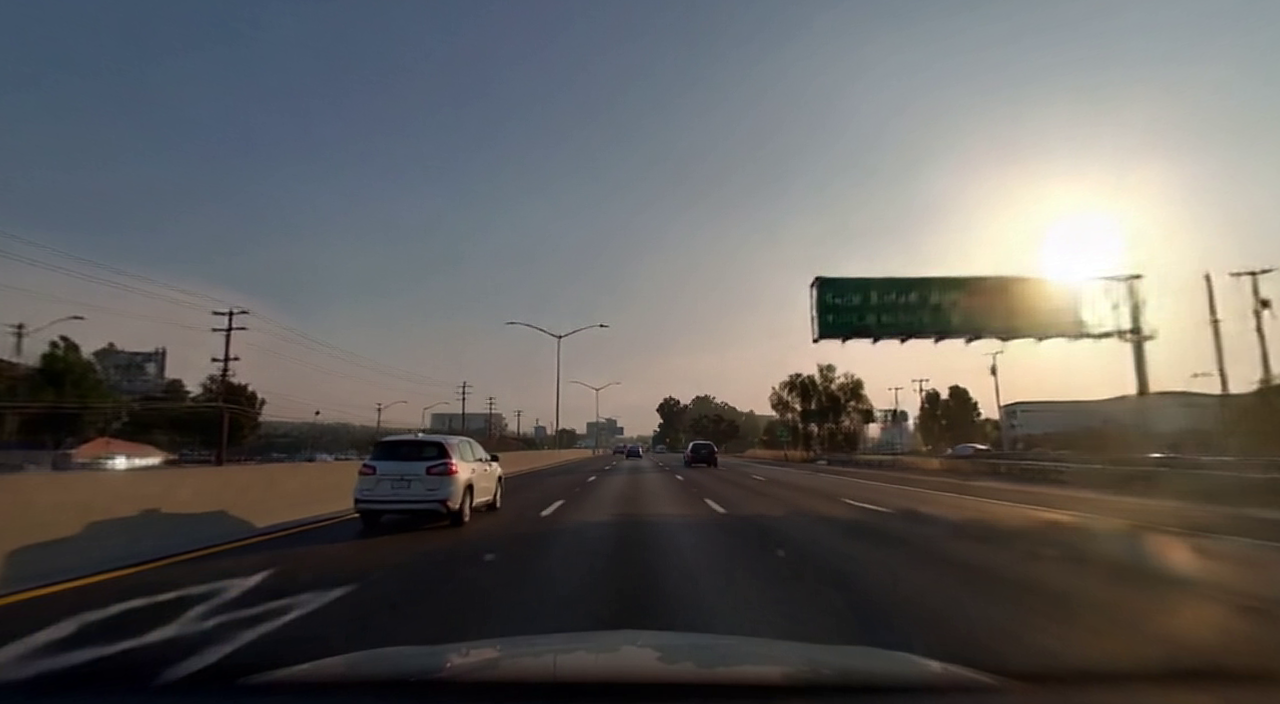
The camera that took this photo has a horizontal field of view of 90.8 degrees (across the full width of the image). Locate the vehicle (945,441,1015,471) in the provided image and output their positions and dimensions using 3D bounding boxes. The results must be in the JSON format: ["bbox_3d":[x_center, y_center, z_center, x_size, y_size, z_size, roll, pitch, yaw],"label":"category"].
[{"bbox_3d":[21.986,6.731,41.085,2.070,1.782,5.006,-1,-9,4],"label":"vehicle"}]

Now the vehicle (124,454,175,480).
[{"bbox_3d":[-37.728,8.819,48.627,1.785,1.903,2.419,-2,-8,7],"label":"vehicle"}]

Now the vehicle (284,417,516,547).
[{"bbox_3d":[-3.626,2.064,10.688,2.099,1.682,4.590,0,-9,0],"label":"vehicle"}]

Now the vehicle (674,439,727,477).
[{"bbox_3d":[2.785,4.990,30.040,1.997,1.638,4.281,0,-9,-1],"label":"vehicle"}]
